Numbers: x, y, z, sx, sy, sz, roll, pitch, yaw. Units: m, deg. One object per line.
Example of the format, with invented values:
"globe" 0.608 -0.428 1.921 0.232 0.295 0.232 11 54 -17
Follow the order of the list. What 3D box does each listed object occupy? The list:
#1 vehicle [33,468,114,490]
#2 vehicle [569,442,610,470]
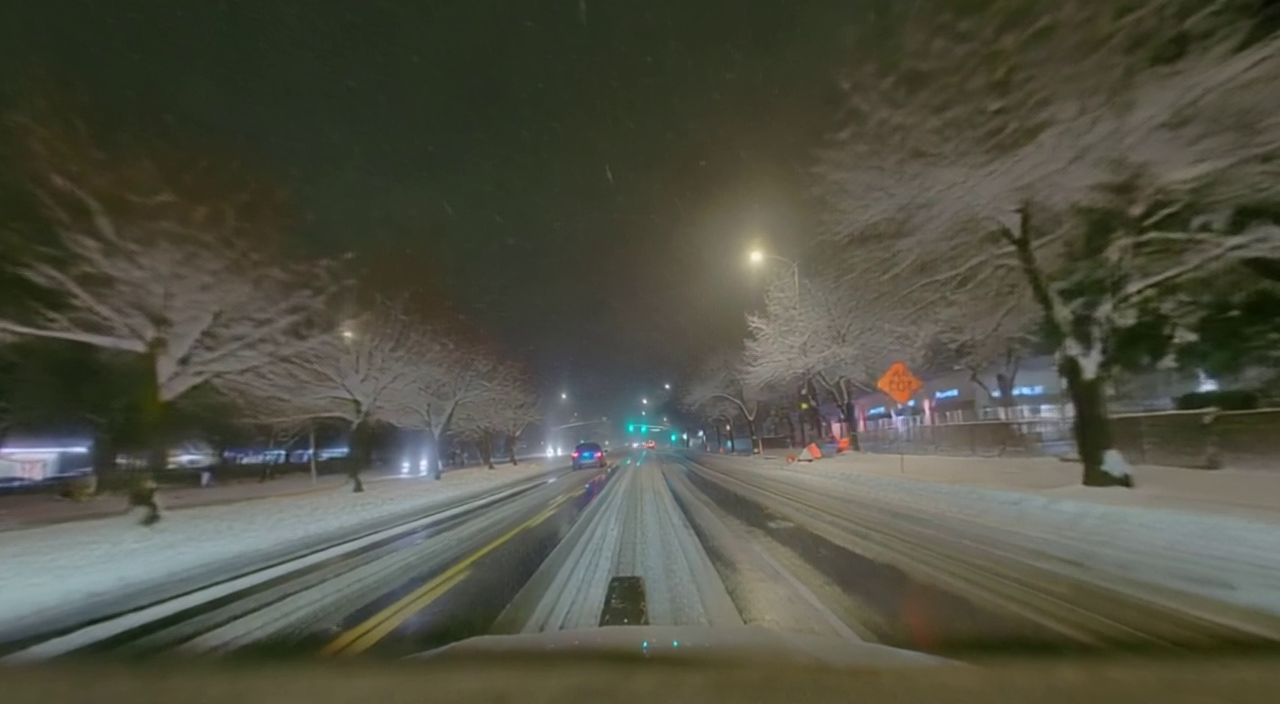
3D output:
"vehicle" -42.166 9.437 46.932 4.408 1.475 1.792 -1 -9 4
"vehicle" -2.791 5.835 35.504 1.926 1.442 4.231 0 -8 1
